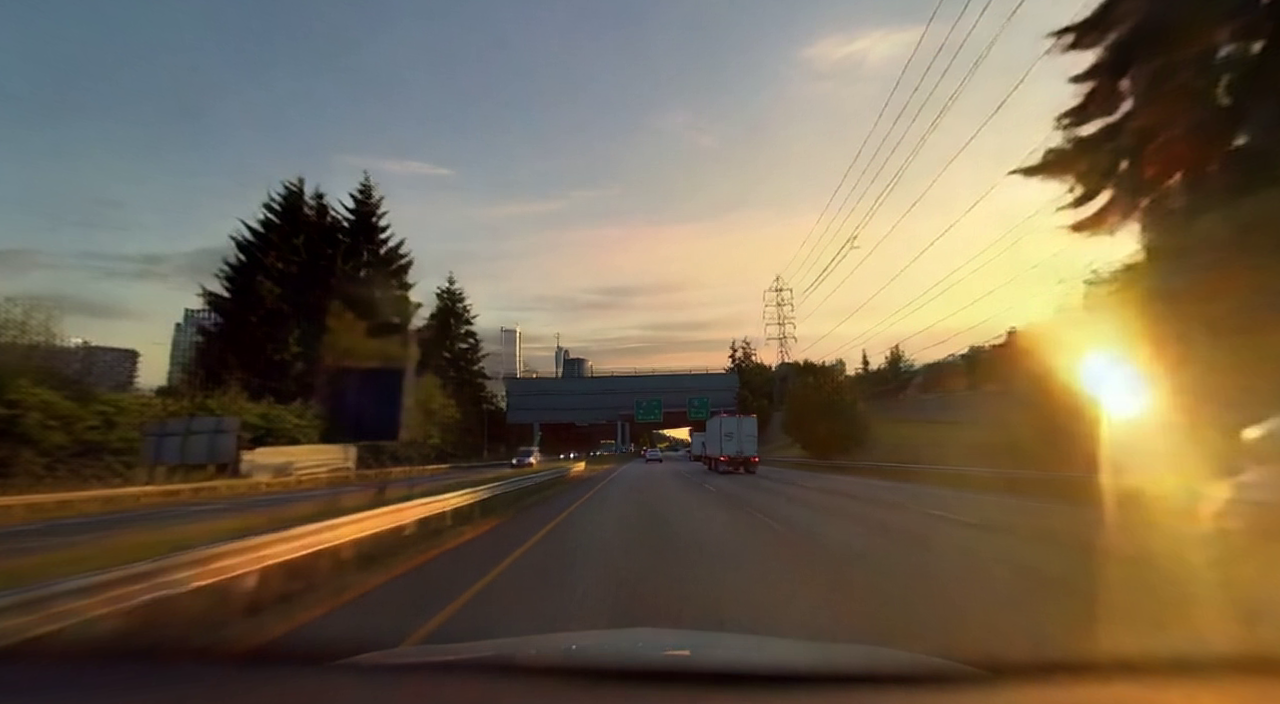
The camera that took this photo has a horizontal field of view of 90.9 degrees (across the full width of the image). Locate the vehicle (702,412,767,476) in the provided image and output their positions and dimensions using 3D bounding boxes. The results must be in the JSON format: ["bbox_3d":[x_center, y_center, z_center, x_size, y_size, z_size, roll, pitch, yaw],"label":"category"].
[{"bbox_3d":[5.319,5.393,36.880,2.743,3.367,7.306,0,-9,1],"label":"vehicle"}]

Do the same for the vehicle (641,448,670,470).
[{"bbox_3d":[1.114,7.915,46.804,2.049,1.500,3.790,0,-9,1],"label":"vehicle"}]
